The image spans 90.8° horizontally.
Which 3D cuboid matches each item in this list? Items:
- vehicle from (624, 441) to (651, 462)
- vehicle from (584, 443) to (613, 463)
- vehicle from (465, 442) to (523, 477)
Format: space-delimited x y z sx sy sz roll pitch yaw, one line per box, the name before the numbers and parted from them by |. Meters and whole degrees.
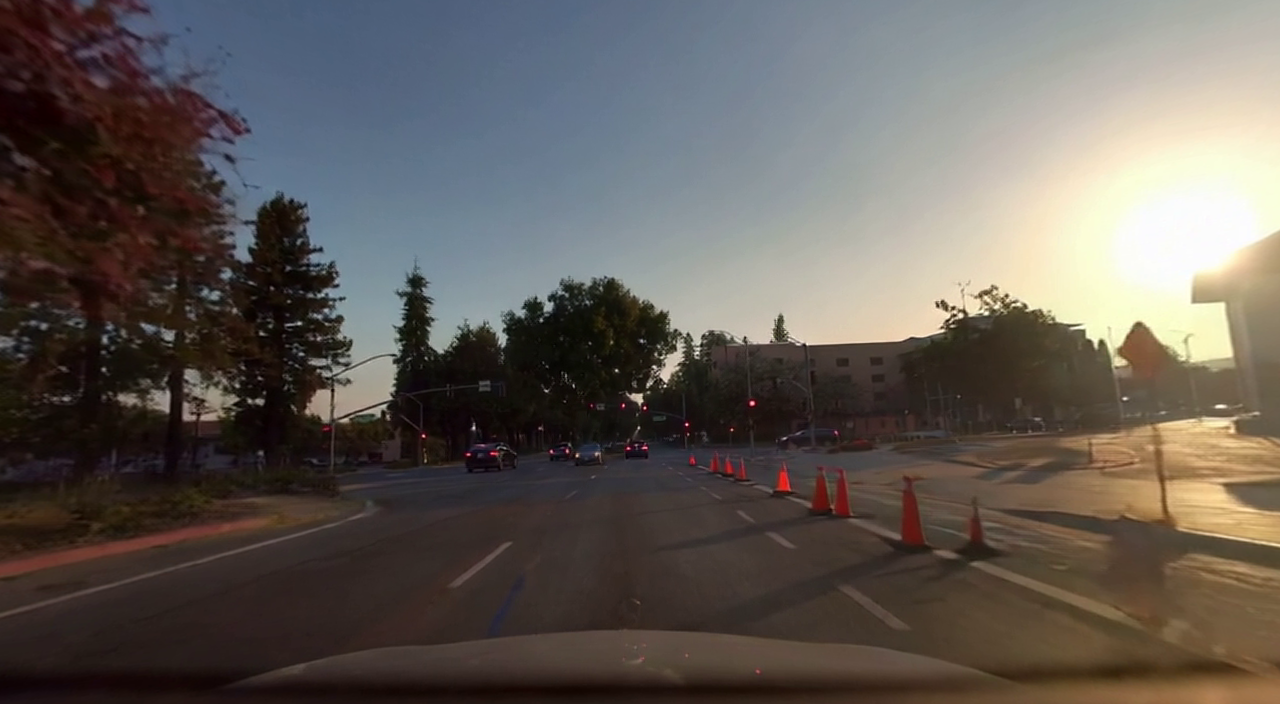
vehicle | -0.155 7.633 48.684 1.985 1.521 3.968 0 -9 0
vehicle | -3.243 7.900 49.577 1.946 1.437 4.154 0 -9 1
vehicle | -7.002 5.182 30.675 1.869 1.570 4.064 0 -9 -1
